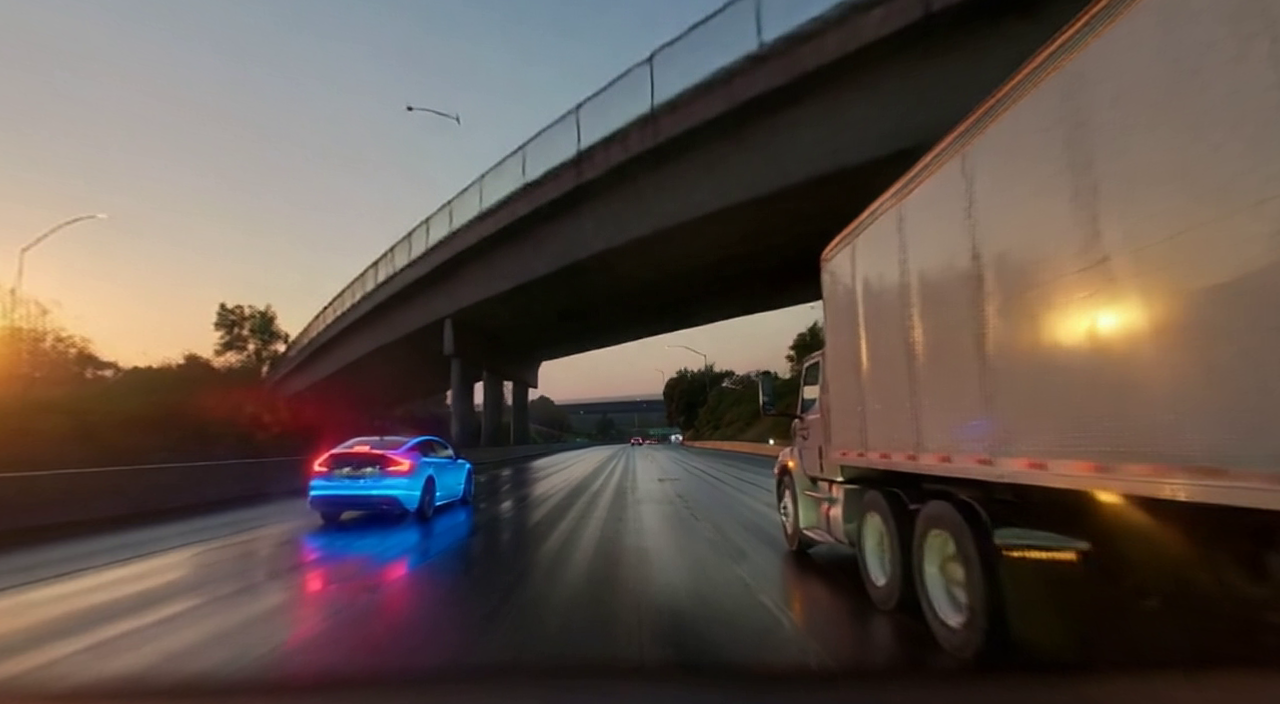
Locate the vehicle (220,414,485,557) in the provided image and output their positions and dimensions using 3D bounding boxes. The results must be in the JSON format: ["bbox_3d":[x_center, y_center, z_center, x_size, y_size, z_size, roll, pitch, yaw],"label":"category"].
[{"bbox_3d":[-3.933,1.881,9.683,2.063,1.661,4.439,0,-8,-2],"label":"vehicle"}]

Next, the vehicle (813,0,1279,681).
[{"bbox_3d":[3.872,-0.291,5.090,2.945,3.778,6.405,0,-7,-1],"label":"vehicle"}]
